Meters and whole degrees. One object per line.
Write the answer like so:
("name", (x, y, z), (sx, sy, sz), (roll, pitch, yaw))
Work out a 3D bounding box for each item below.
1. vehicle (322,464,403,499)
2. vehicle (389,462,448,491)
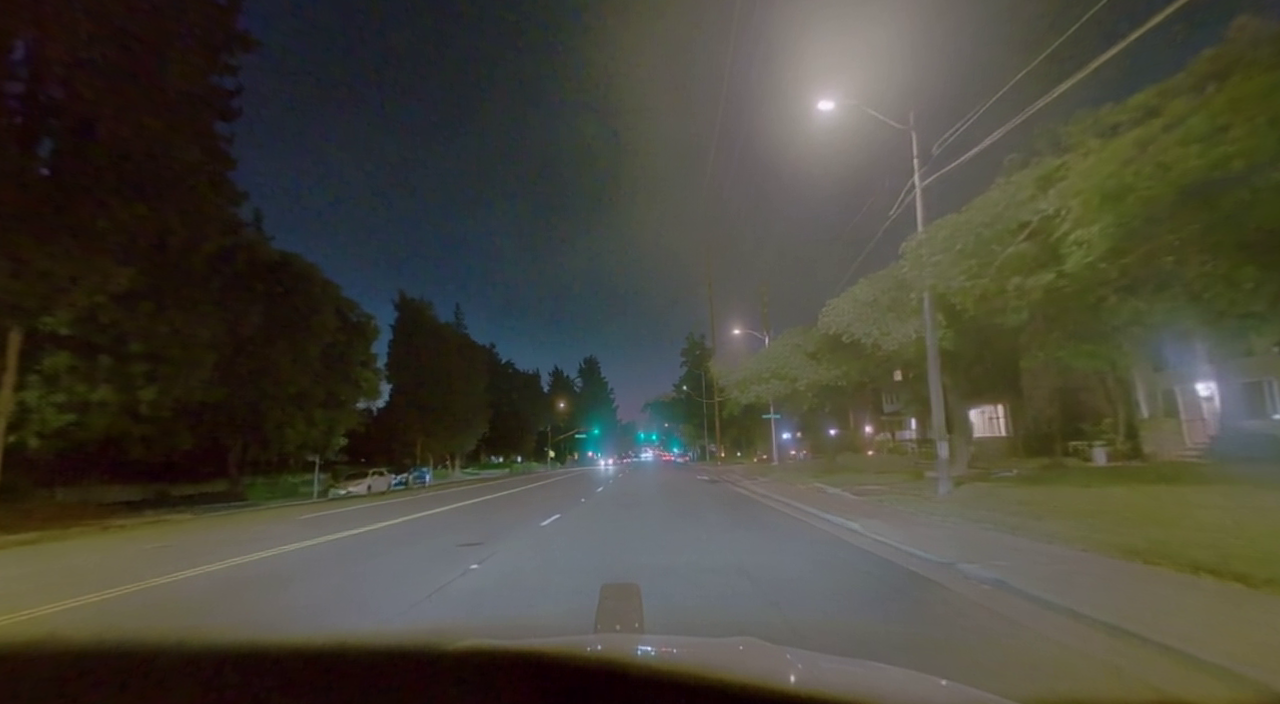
("vehicle", (-13.679, 6.389, 31.467), (1.936, 1.489, 4.311), (-1, -9, 3))
("vehicle", (-13.371, 7.535, 38.459), (1.863, 1.481, 4.363), (-3, -9, 3))
